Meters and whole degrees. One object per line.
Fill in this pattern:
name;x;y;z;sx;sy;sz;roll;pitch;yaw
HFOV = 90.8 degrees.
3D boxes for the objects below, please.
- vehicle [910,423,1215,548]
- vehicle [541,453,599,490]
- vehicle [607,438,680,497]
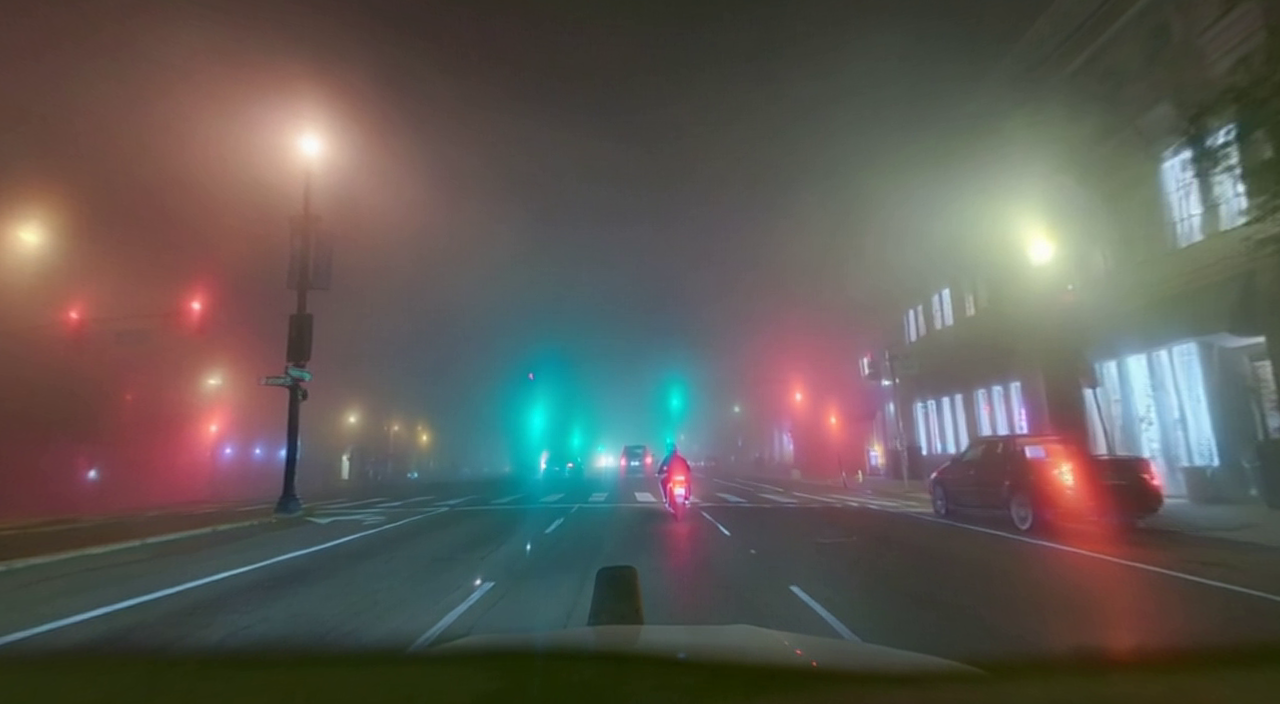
vehicle;7.167;2.302;11.641;2.018;1.772;4.968;0;-9;-2
vehicle;-2.964;5.178;27.736;2.014;1.470;4.552;0;-9;0
vehicle;0.073;3.844;21.467;2.223;1.775;4.250;0;-9;-1
